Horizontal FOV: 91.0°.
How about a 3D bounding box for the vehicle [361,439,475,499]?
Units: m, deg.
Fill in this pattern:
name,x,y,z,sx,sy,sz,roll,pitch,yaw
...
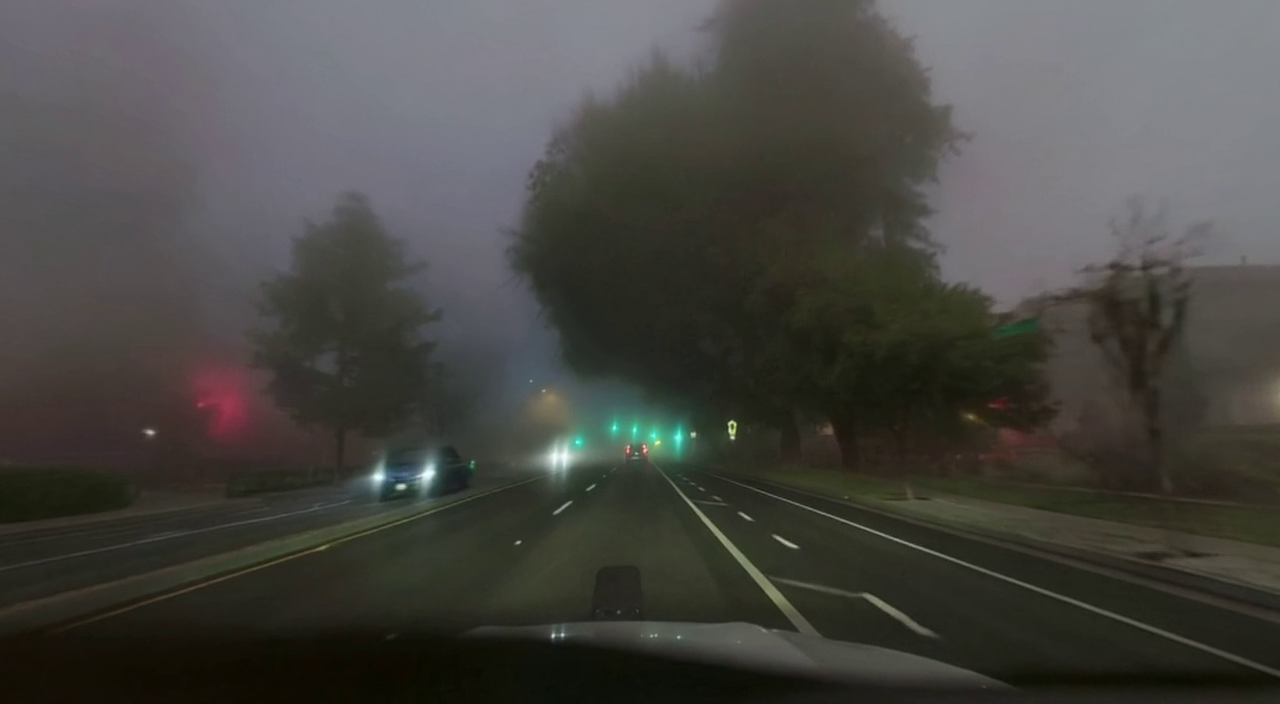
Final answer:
name,x,y,z,sx,sy,sz,roll,pitch,yaw
vehicle,-7.178,3.804,20.892,2.165,1.785,4.222,0,-9,1
